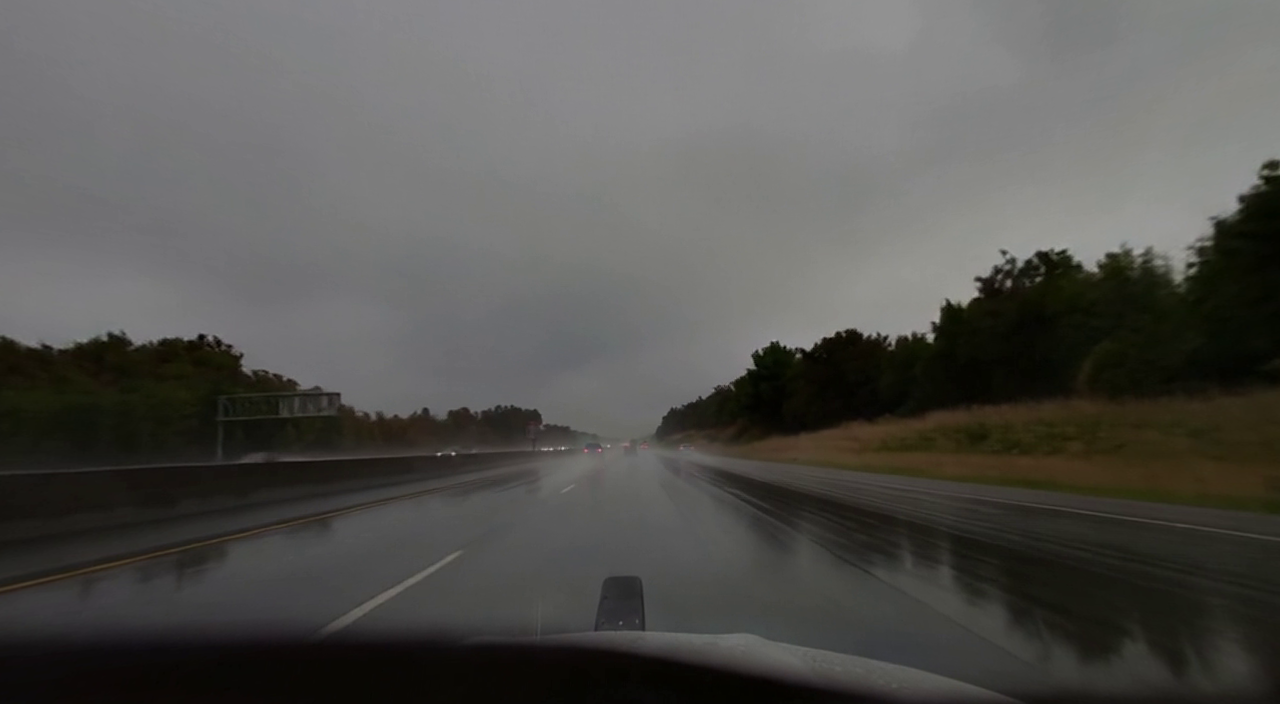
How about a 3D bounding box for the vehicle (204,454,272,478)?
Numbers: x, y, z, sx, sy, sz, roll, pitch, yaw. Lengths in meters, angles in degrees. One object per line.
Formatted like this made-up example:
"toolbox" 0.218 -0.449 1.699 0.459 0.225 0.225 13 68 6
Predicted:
"vehicle" -29.009 8.206 45.777 1.904 1.613 4.660 0 -9 -1
